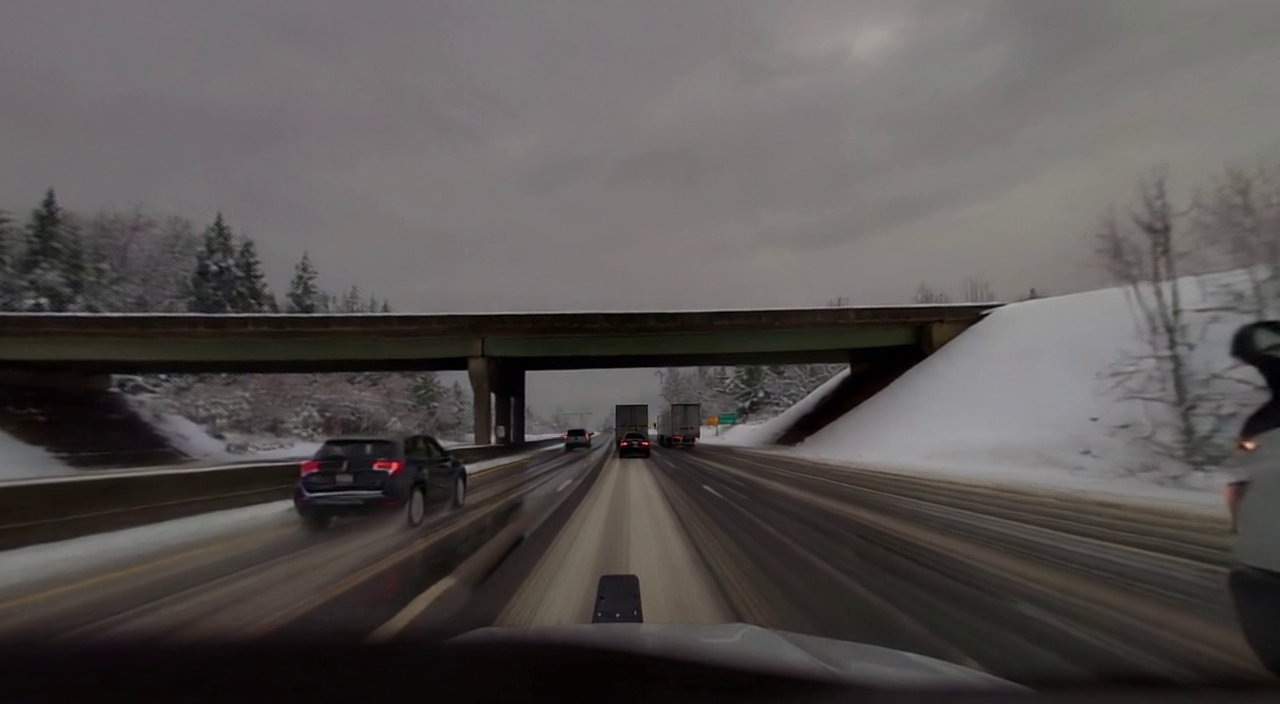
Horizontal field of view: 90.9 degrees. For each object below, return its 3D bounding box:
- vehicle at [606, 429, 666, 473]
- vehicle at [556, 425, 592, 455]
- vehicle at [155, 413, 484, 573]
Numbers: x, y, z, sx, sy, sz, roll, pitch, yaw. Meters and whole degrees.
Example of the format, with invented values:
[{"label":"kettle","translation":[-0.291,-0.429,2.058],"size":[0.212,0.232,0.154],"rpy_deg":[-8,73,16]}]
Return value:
[{"label":"vehicle","translation":[-0.174,3.677,23.678],"size":[2.059,1.522,3.693],"rpy_deg":[0,-8,-1]},{"label":"vehicle","translation":[-4.557,6.181,44.350],"size":[2.013,1.961,4.692],"rpy_deg":[0,-8,0]},{"label":"vehicle","translation":[-3.698,1.692,8.527],"size":[1.979,1.527,4.754],"rpy_deg":[0,-8,-1]}]
